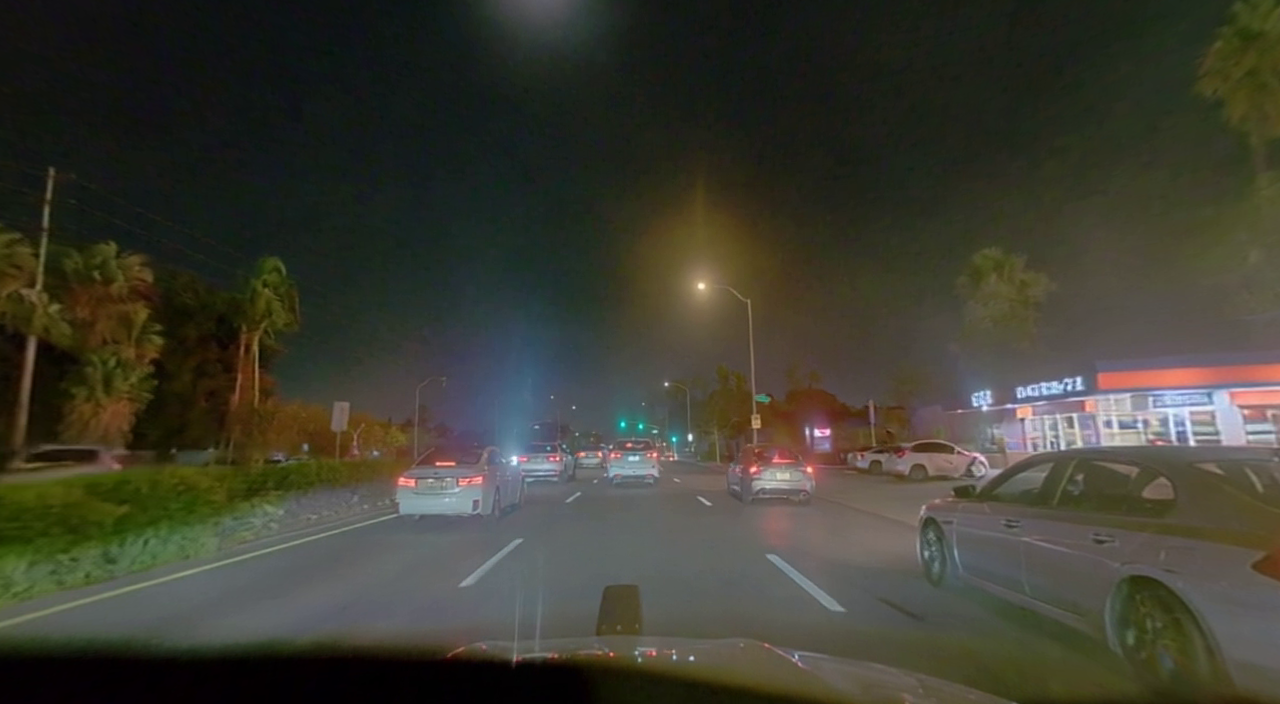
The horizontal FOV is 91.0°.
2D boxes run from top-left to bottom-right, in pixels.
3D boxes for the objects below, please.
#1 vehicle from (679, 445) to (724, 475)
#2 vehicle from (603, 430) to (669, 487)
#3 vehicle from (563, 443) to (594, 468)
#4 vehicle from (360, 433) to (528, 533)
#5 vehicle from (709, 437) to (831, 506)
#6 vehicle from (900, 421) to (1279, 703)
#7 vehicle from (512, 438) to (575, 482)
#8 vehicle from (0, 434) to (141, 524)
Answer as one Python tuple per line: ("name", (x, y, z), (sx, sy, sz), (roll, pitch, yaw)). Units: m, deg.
("vehicle", (3.285, 5.832, 34.215), (1.880, 1.476, 3.932), (0, -8, -2))
("vehicle", (-0.150, 3.840, 22.952), (2.164, 1.867, 4.254), (0, -8, 0))
("vehicle", (-4.282, 7.290, 44.632), (1.871, 1.673, 3.920), (0, -8, -1))
("vehicle", (-3.365, 2.314, 11.753), (1.864, 1.505, 4.202), (0, -8, -1))
("vehicle", (3.097, 2.950, 16.041), (1.977, 1.480, 4.589), (0, -8, -2))
("vehicle", (3.638, 1.249, 4.206), (1.867, 1.448, 4.436), (0, -8, -1))
("vehicle", (-3.920, 4.467, 26.336), (1.932, 1.695, 4.235), (0, -8, 0))
("vehicle", (-13.785, 2.696, 13.656), (2.113, 1.772, 4.591), (0, -8, 0))
